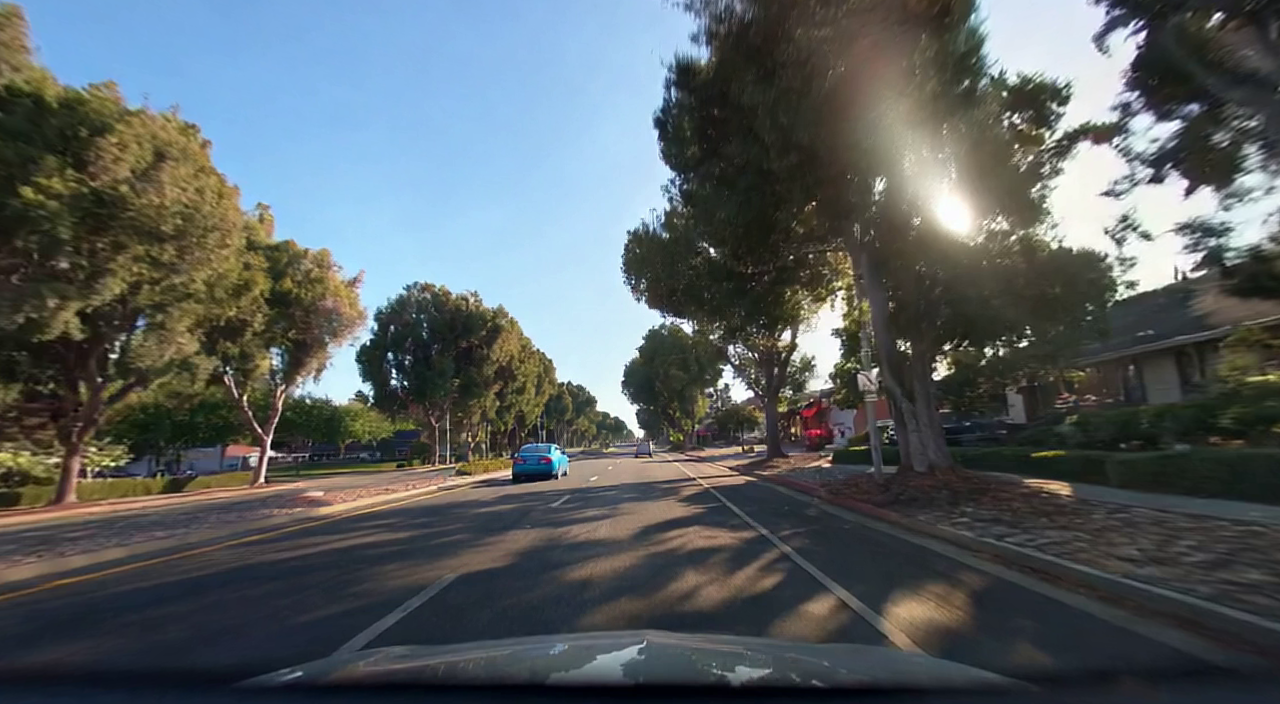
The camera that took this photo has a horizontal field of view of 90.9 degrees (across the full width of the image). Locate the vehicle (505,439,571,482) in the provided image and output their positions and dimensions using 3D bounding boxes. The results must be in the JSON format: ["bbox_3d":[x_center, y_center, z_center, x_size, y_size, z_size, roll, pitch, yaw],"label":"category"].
[{"bbox_3d":[-4.140,4.487,26.333,1.914,1.630,4.351,0,-8,1],"label":"vehicle"}]
